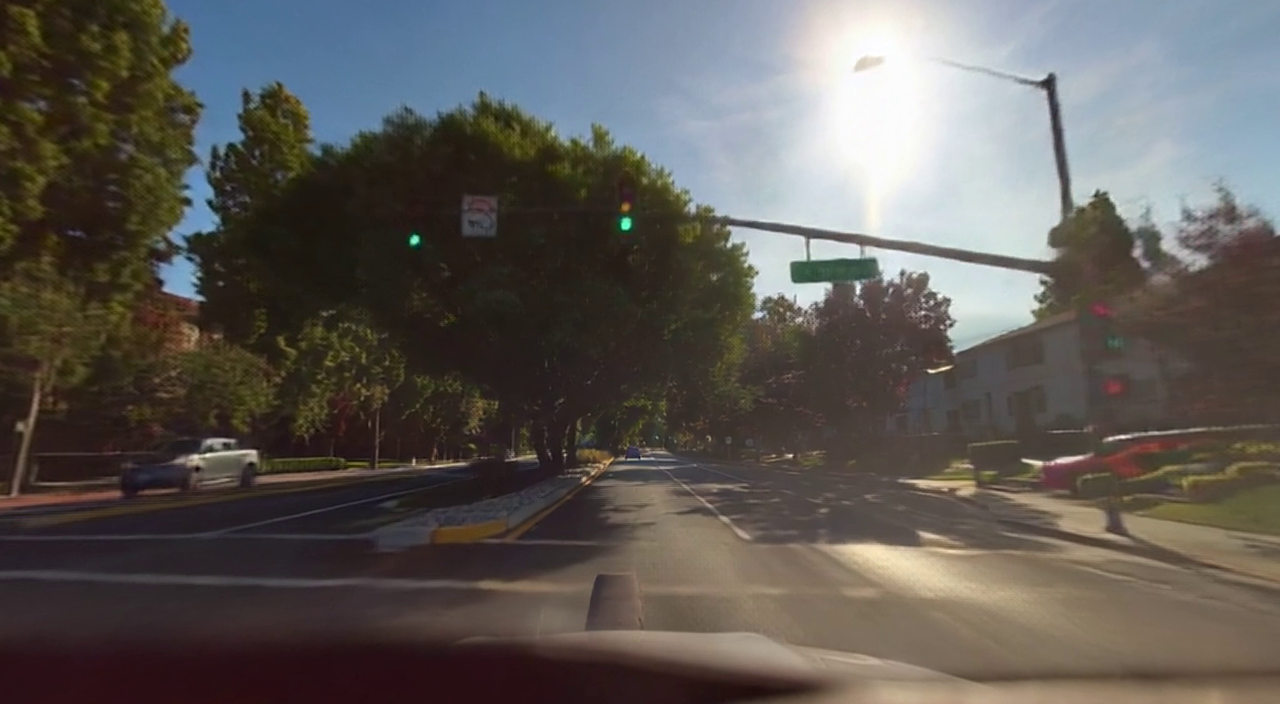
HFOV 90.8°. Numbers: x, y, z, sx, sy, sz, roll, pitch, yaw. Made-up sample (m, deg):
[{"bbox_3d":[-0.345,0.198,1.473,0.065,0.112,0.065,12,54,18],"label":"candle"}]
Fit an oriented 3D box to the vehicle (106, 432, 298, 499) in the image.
[{"bbox_3d":[-15.243,3.979,22.635,2.403,2.039,5.887,-1,-9,3],"label":"vehicle"}]
